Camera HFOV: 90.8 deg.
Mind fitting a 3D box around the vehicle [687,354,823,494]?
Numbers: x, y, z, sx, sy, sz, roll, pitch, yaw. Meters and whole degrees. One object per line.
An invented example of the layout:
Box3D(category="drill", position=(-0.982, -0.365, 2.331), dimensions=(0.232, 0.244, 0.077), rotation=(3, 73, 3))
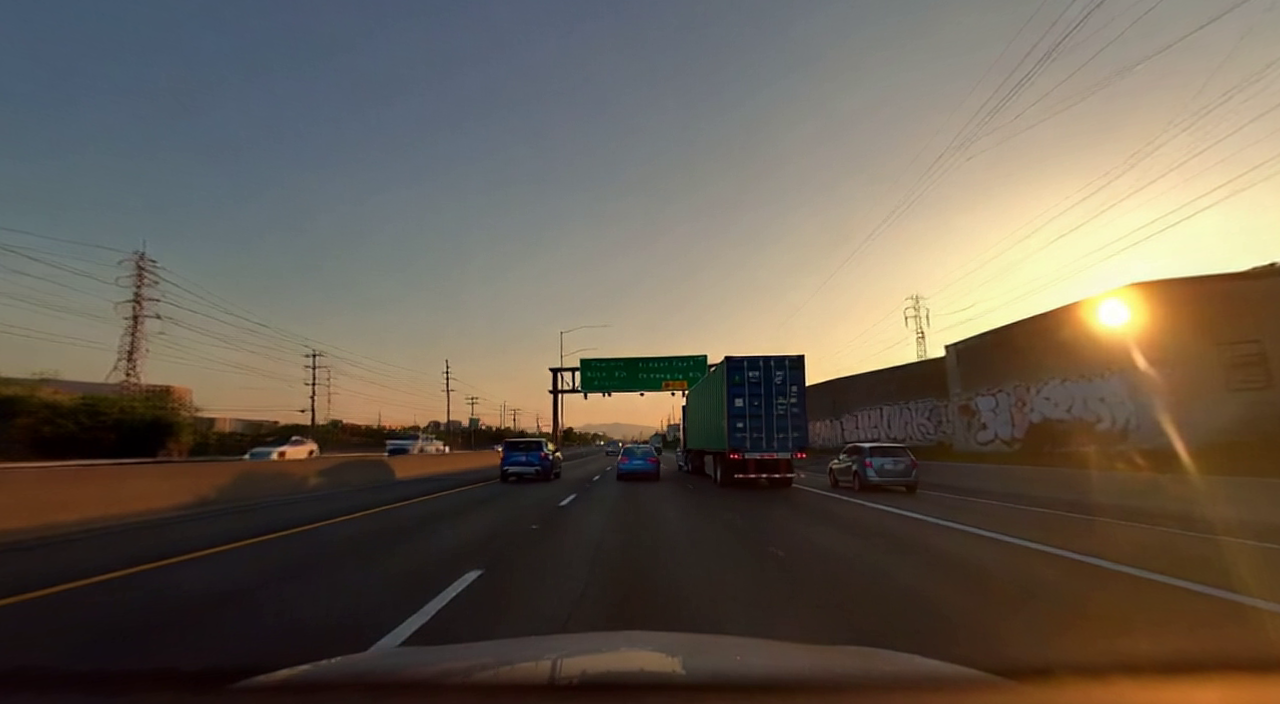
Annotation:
Box3D(category="vehicle", position=(3.800, 3.070, 24.940), dimensions=(2.800, 4.039, 13.179), rotation=(0, -9, 0))

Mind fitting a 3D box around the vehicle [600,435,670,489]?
Box3D(category="vehicle", position=(-0.173, 3.795, 21.989), dimensions=(2.191, 1.685, 4.015), rotation=(0, -9, 0))

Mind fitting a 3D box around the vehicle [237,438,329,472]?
Box3D(category="vehicle", position=(-20.992, 6.073, 37.532), dimensions=(2.215, 1.849, 5.735), rotation=(0, -9, -1))

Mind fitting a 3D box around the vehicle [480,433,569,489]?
Box3D(category="vehicle", position=(-4.021, 3.915, 22.950), dimensions=(2.264, 1.804, 4.584), rotation=(0, -9, 1))

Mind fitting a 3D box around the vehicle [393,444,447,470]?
Box3D(category="vehicle", position=(-13.837, 6.615, 39.972), dimensions=(1.921, 1.494, 4.348), rotation=(0, -9, -1))

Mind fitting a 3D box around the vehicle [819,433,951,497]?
Box3D(category="vehicle", position=(7.353, 3.453, 19.614), dimensions=(2.202, 1.731, 4.628), rotation=(0, -9, 0))
